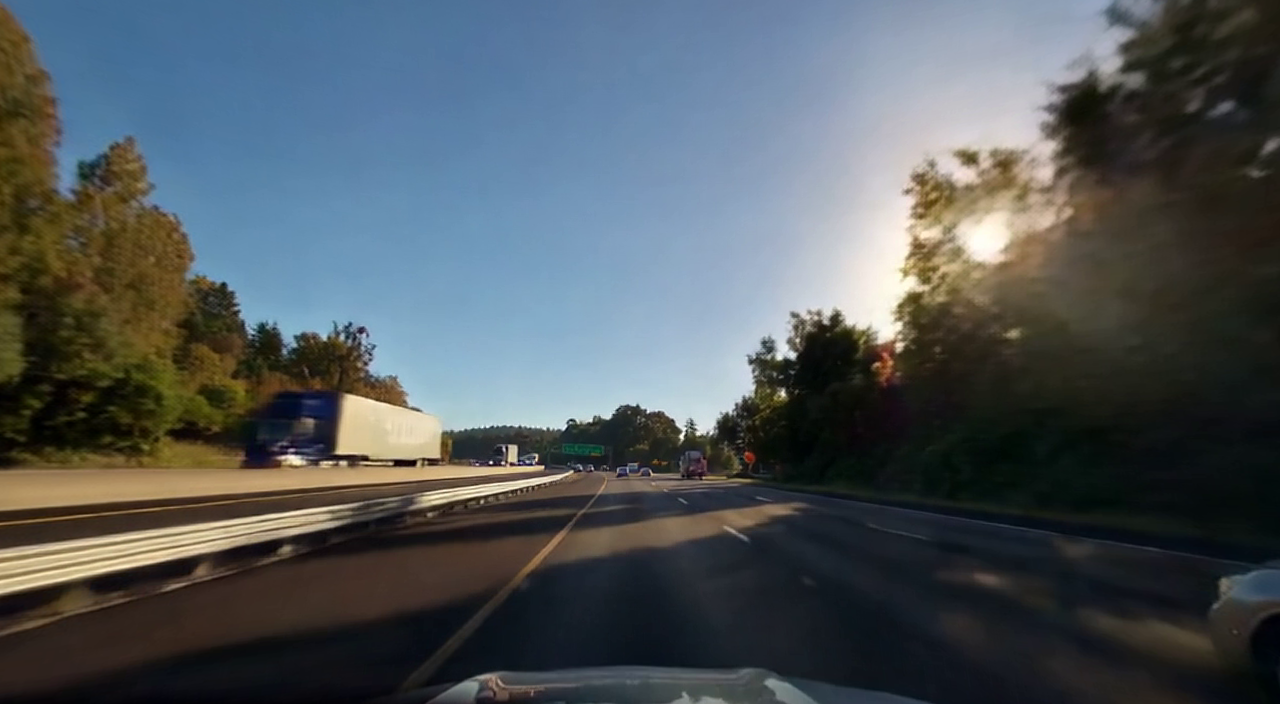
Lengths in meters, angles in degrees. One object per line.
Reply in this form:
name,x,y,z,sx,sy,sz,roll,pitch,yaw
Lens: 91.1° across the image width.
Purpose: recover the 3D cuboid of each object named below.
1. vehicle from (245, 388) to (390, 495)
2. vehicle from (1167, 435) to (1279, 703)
vehicle,-13.387,3.896,26.796,2.943,3.994,6.018,1,-10,-2
vehicle,3.874,0.830,1.031,1.965,1.502,4.599,1,-10,-1
